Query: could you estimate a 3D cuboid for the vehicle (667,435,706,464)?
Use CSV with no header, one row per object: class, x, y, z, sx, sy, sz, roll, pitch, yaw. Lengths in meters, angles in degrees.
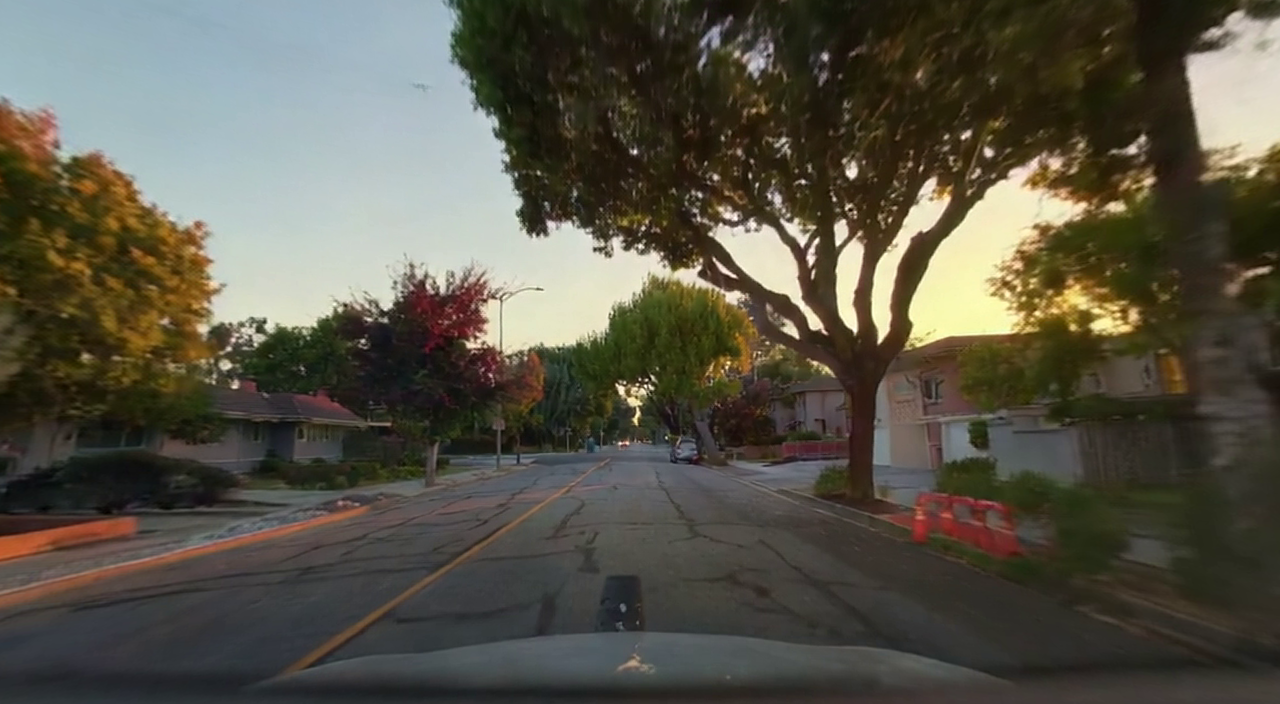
vehicle,2.826,6.076,39.458,2.086,1.726,4.384,0,-9,-1
